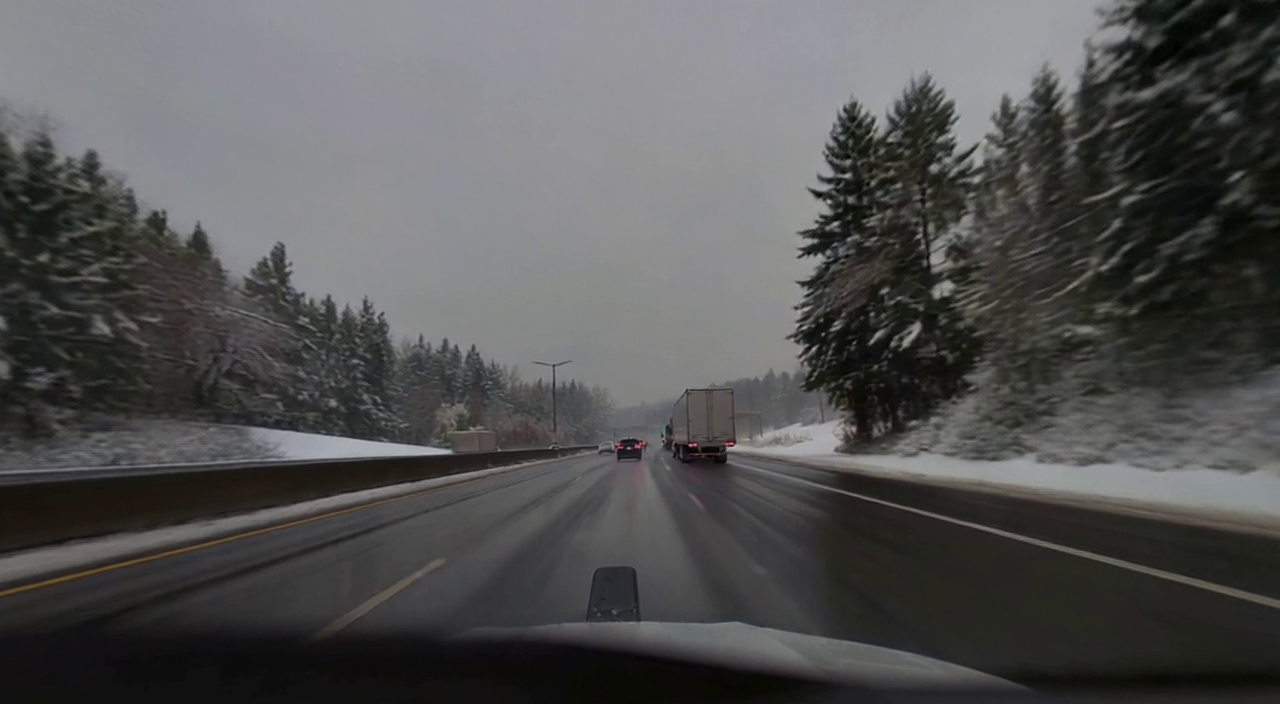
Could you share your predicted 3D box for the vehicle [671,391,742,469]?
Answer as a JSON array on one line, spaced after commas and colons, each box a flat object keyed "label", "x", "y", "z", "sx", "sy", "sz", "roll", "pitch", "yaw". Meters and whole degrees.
[{"label": "vehicle", "x": 3.907, "y": 5.169, "z": 40.719, "sx": 3.005, "sy": 4.121, "sz": 14.417, "roll": -1, "pitch": -8, "yaw": 0}]

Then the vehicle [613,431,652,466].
[{"label": "vehicle", "x": -0.395, "y": 5.738, "z": 37.445, "sx": 2.211, "sy": 1.933, "sz": 4.315, "roll": -1, "pitch": -8, "yaw": 1}]
